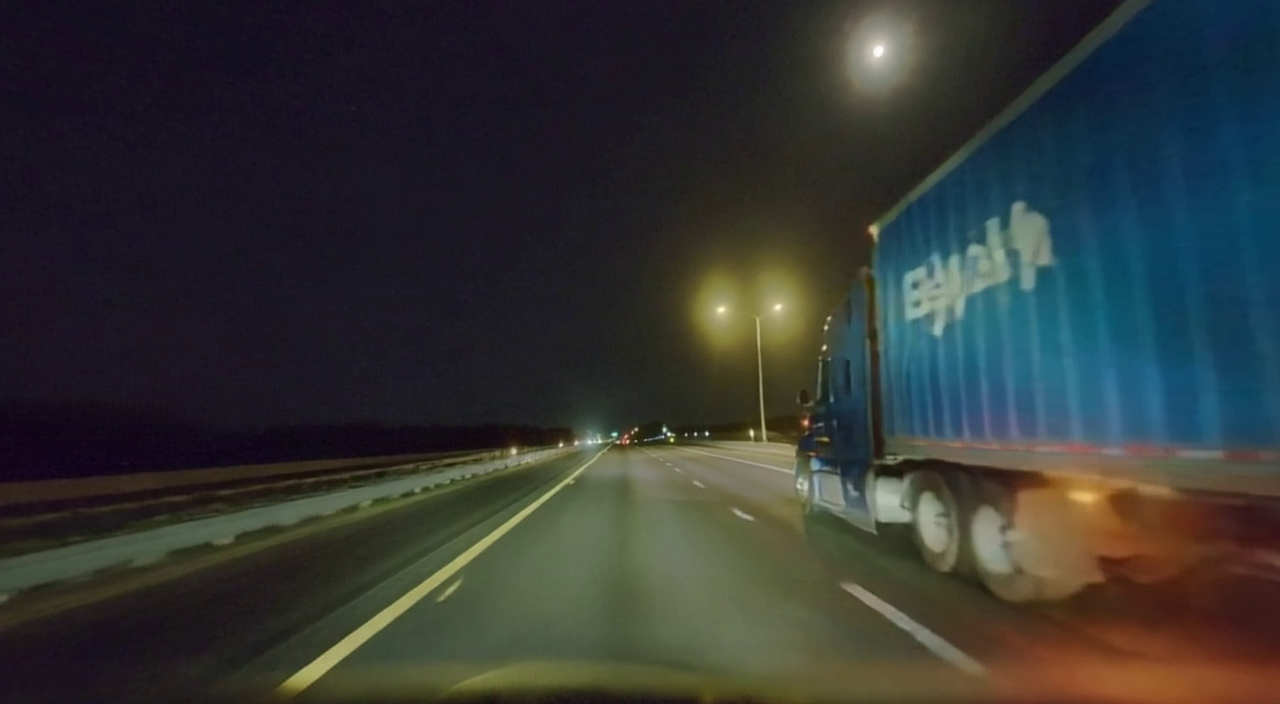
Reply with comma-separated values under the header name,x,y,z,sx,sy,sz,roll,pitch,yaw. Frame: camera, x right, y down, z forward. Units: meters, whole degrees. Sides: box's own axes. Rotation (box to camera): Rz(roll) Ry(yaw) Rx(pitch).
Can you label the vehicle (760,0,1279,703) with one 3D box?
name,x,y,z,sx,sy,sz,roll,pitch,yaw
vehicle,3.994,0.252,7.380,2.995,3.964,10.329,0,-8,-1
